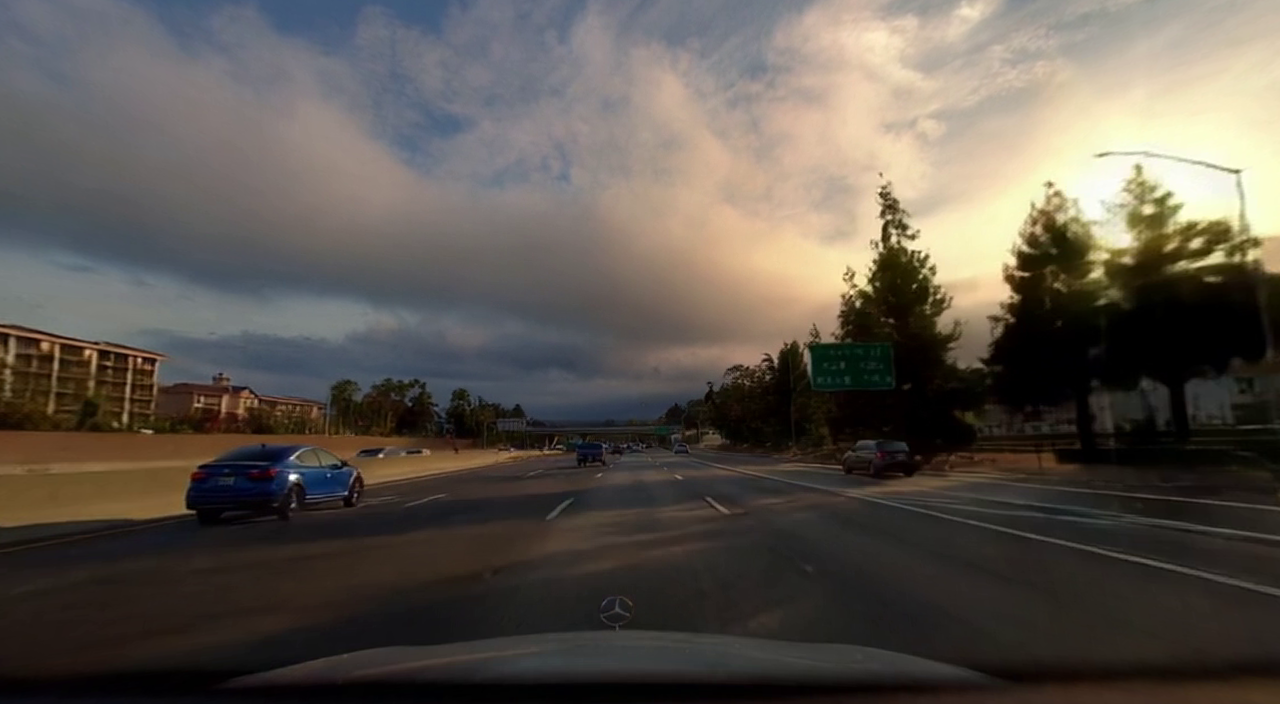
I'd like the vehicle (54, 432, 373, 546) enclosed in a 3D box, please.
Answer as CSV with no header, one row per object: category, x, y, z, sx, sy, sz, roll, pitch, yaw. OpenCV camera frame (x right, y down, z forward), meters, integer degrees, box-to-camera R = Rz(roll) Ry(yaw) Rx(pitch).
vehicle,-6.699,2.200,10.886,2.018,1.480,4.999,0,-9,0

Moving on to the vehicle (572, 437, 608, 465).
vehicle,-3.635,7.305,46.723,2.225,1.967,4.673,0,-9,0

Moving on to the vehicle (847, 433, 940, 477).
vehicle,11.280,4.627,28.499,2.168,1.792,4.457,0,-9,-2
